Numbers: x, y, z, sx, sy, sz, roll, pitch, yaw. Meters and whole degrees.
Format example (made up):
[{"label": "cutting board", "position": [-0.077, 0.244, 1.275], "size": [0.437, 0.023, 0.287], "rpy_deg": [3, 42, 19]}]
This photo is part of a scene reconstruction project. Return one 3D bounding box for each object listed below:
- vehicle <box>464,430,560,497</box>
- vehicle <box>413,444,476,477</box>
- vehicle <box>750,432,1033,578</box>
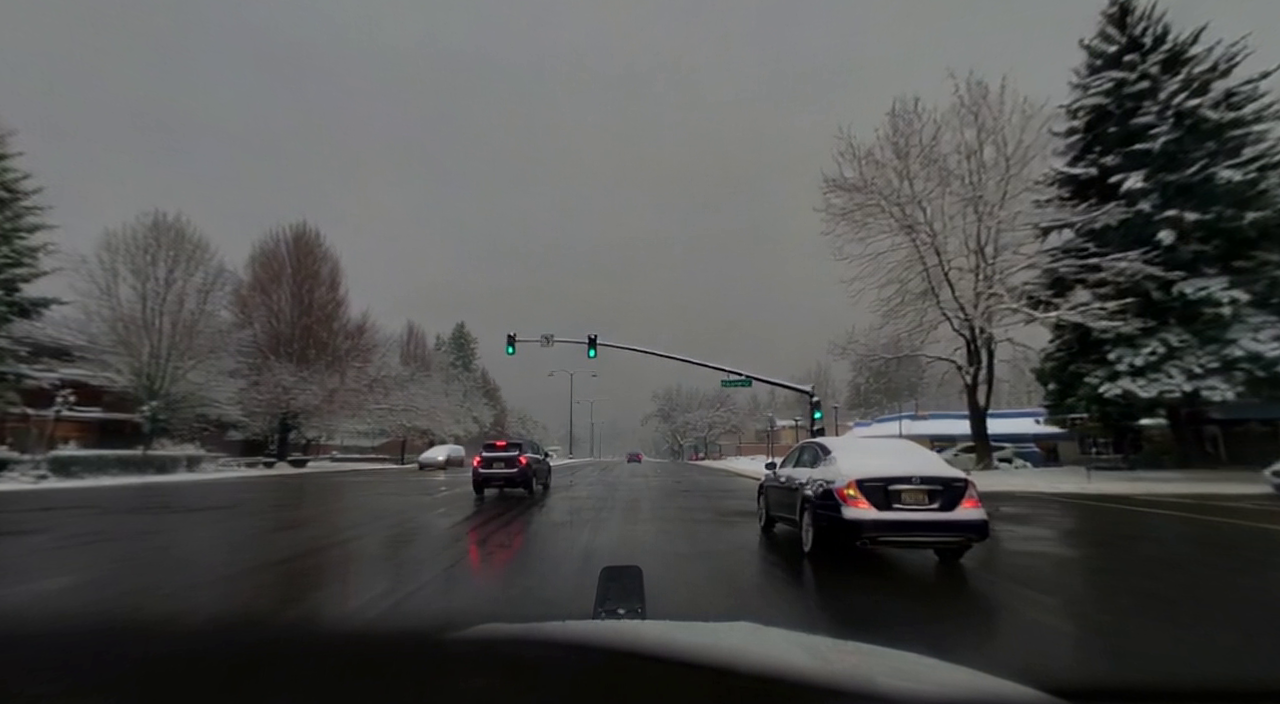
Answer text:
[{"label": "vehicle", "position": [-3.778, 3.397, 19.556], "size": [1.997, 1.806, 4.500], "rpy_deg": [0, -9, 0]}, {"label": "vehicle", "position": [-10.279, 5.716, 33.621], "size": [1.942, 1.576, 4.567], "rpy_deg": [-1, -9, 0]}, {"label": "vehicle", "position": [3.078, 1.973, 9.096], "size": [1.975, 1.502, 4.787], "rpy_deg": [0, -9, -2]}]
